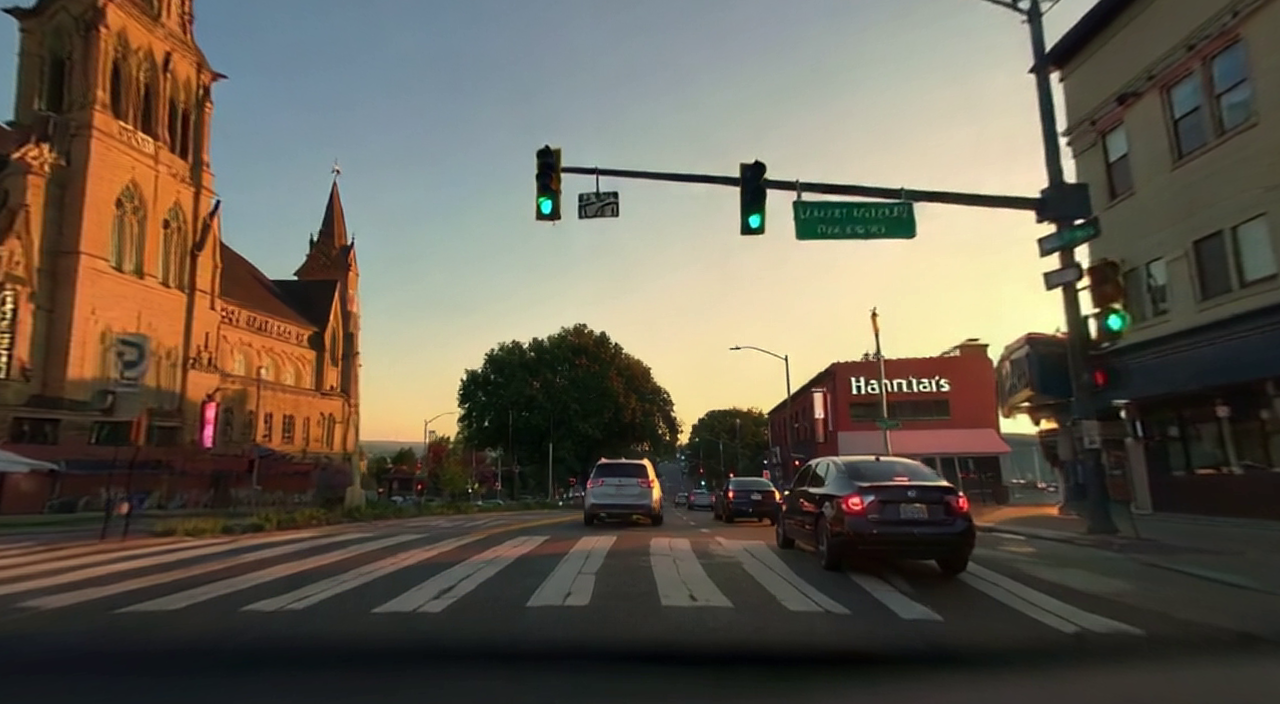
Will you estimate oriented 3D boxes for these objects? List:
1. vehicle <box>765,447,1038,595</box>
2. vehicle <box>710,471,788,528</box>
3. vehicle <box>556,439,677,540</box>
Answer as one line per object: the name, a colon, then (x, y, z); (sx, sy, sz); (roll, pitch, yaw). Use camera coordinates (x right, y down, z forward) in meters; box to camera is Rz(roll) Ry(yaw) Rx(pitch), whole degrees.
vehicle: (3.152, 2.091, 8.818); (1.883, 1.472, 4.471); (0, -8, 0)
vehicle: (3.461, 4.750, 20.766); (1.890, 1.491, 4.166); (0, -8, 1)
vehicle: (-0.436, 2.774, 13.461); (2.168, 1.776, 4.135); (0, -8, 0)
